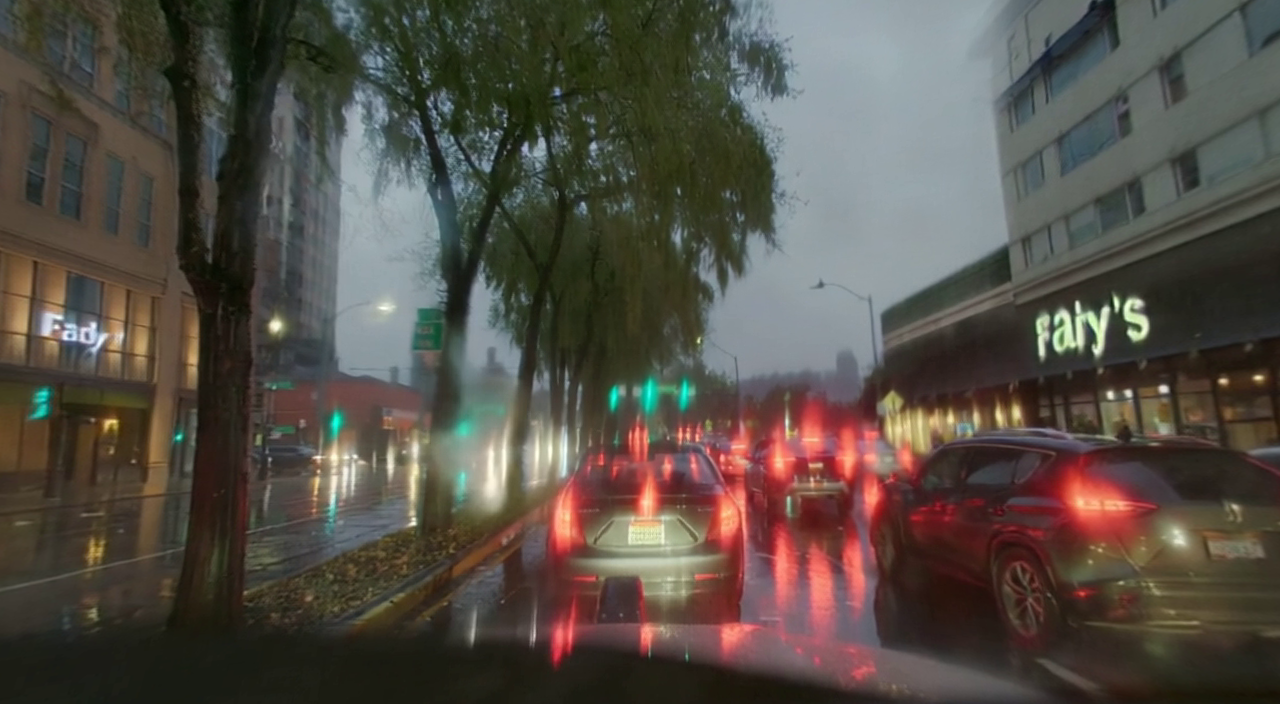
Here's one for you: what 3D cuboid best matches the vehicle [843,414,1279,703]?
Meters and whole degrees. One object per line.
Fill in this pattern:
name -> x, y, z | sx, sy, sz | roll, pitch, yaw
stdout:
vehicle -> 3.399, 1.379, 5.389 | 1.988, 1.480, 4.195 | 0, -9, 1

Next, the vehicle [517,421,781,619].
vehicle -> 0.057, 1.550, 6.666 | 2.006, 1.487, 3.535 | 0, -9, 0
